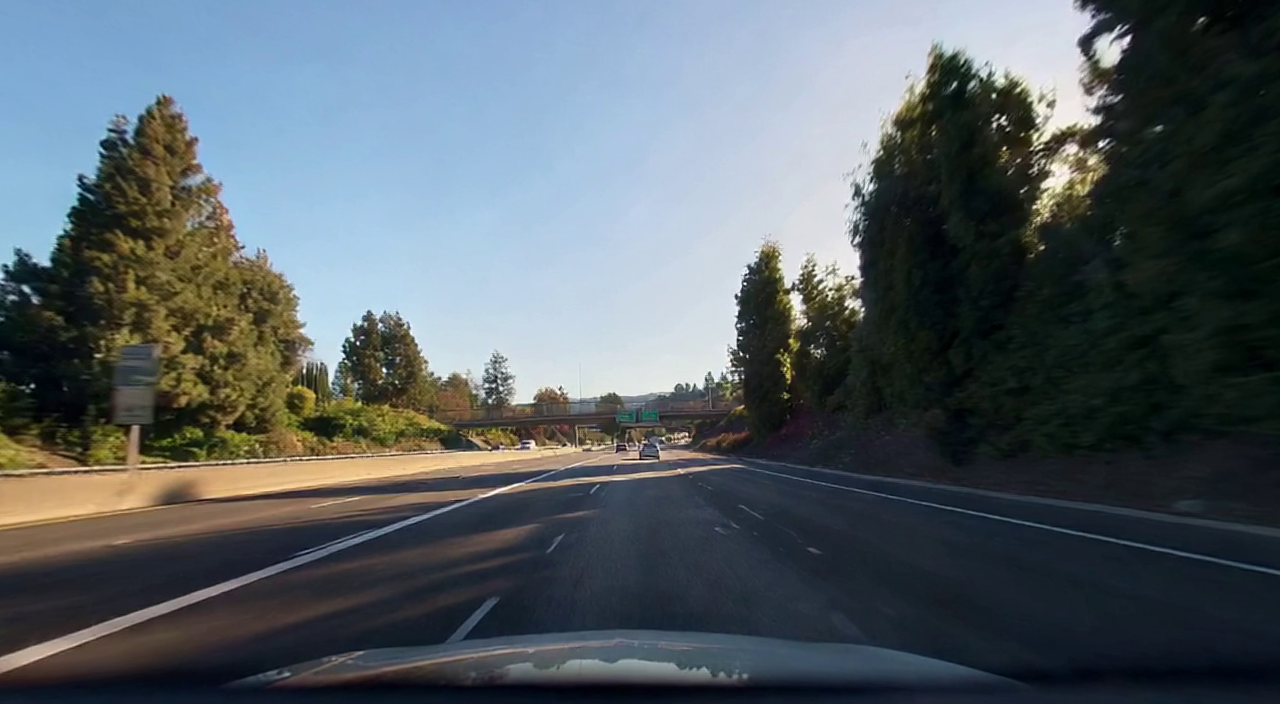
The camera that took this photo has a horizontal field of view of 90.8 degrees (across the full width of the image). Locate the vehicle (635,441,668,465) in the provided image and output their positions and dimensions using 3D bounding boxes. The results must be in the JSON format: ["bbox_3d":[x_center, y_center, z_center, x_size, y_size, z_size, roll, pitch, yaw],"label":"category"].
[{"bbox_3d":[0.696,6.578,41.247,1.970,1.477,4.158,0,-9,-1],"label":"vehicle"}]
